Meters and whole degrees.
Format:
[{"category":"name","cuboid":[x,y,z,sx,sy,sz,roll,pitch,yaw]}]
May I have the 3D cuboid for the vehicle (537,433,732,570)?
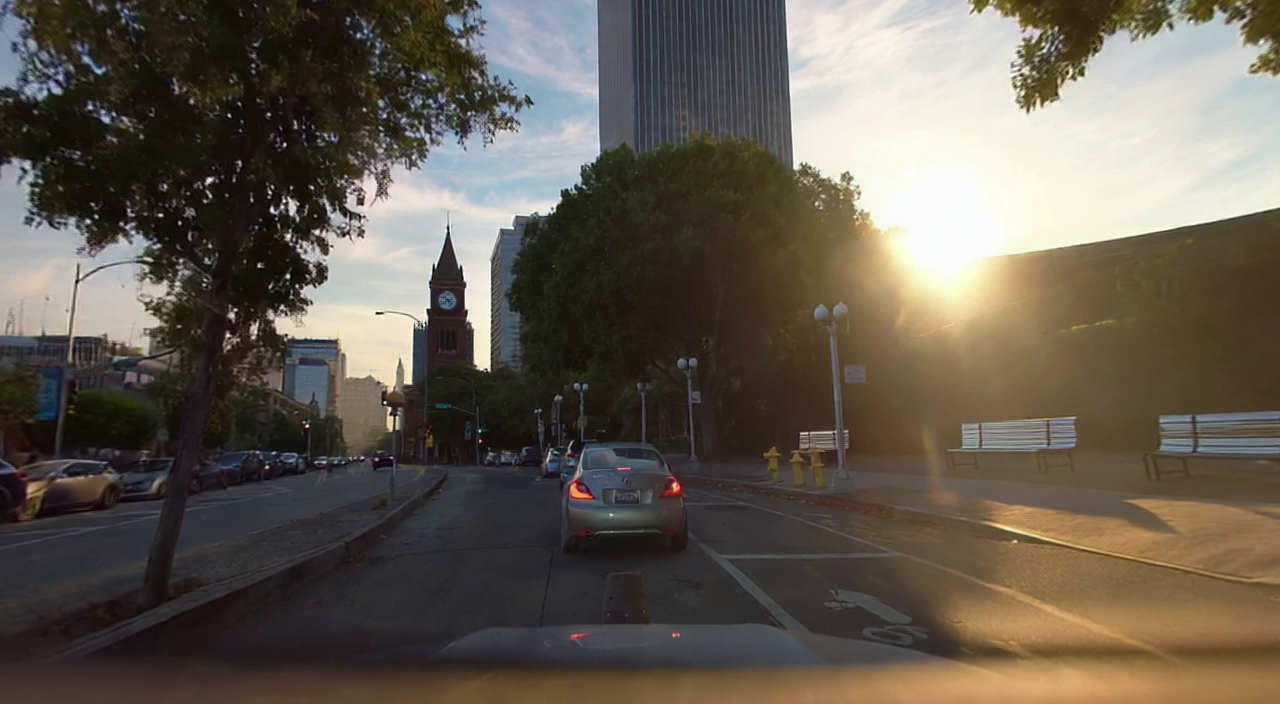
[{"category":"vehicle","cuboid":[-0.244,1.943,9.025,2.142,1.475,4.051,1,-8,-6]}]
